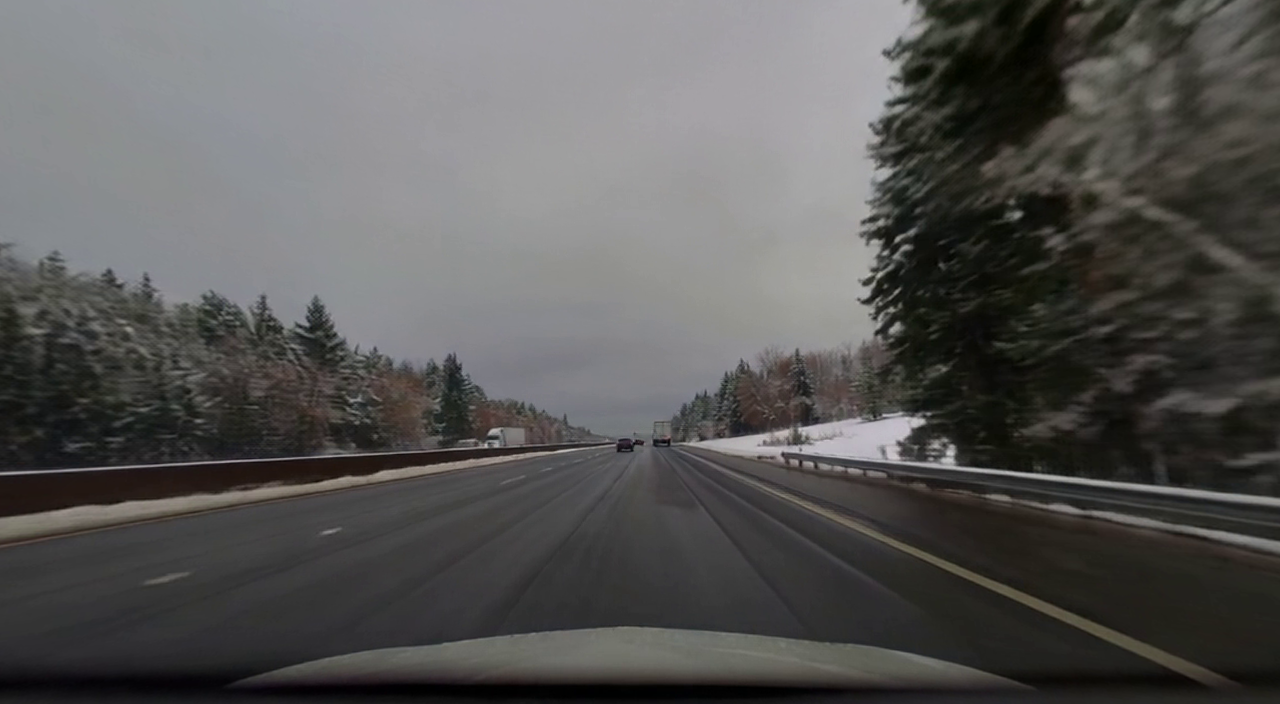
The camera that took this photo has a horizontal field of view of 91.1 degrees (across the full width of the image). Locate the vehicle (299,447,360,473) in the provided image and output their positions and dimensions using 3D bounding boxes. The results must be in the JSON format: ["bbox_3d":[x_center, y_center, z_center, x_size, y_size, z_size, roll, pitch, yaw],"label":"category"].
[{"bbox_3d":[-19.199,6.644,38.948,1.774,1.458,3.786,-1,-8,1],"label":"vehicle"}]
